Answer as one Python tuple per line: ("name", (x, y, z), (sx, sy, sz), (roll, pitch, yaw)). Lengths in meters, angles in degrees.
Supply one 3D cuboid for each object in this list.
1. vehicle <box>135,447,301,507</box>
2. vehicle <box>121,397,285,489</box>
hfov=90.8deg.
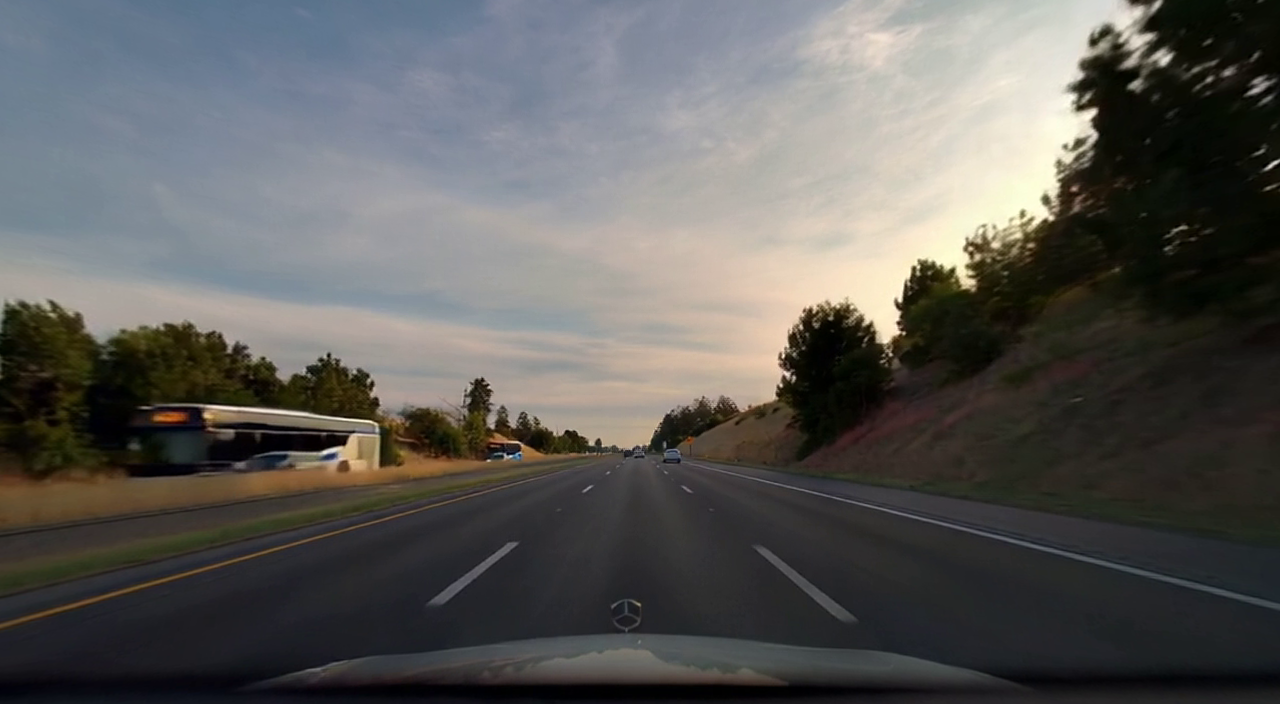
("vehicle", (-12.757, 3.764, 19.485), (2.113, 1.636, 4.288), (0, -9, 0))
("vehicle", (-20.391, 4.340, 30.036), (3.233, 3.934, 6.032), (0, -9, 0))
